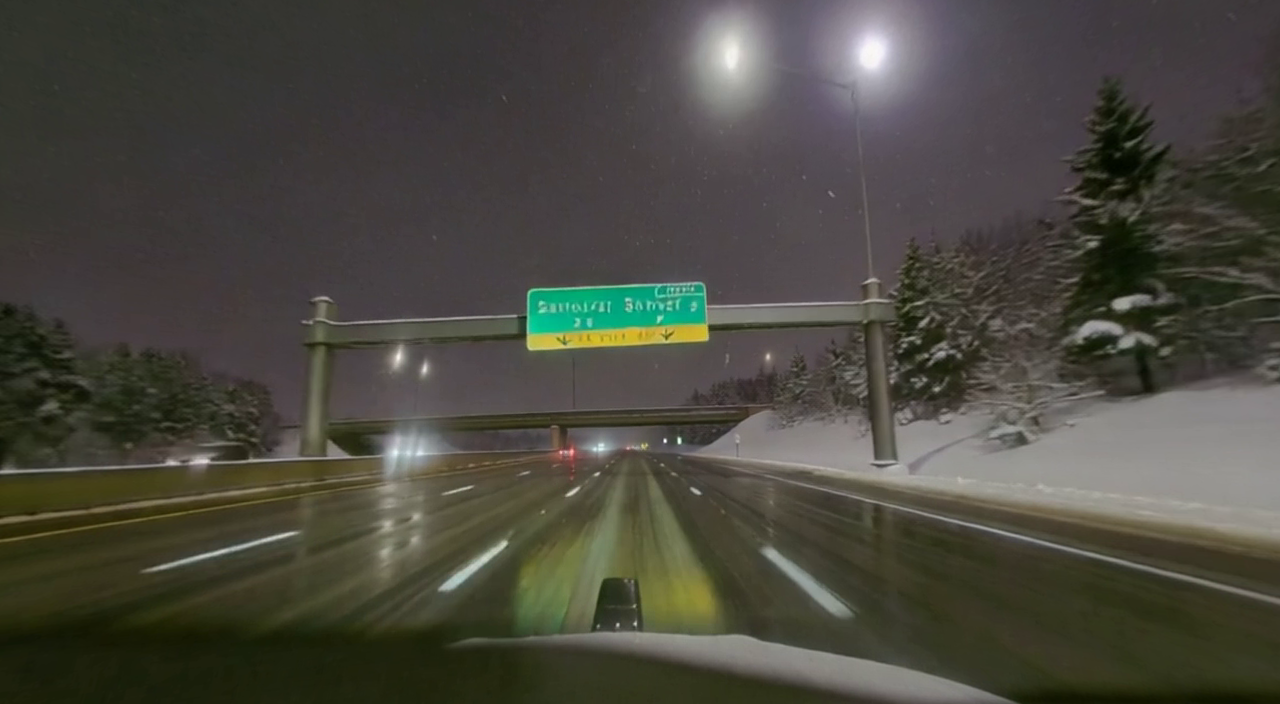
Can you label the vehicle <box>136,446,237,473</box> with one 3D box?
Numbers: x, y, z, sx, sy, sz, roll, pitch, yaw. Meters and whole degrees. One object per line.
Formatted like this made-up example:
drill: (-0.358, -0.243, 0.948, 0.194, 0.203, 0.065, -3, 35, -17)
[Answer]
vehicle: (-25.716, 6.092, 36.080, 2.073, 1.396, 4.944, 0, -8, 0)
